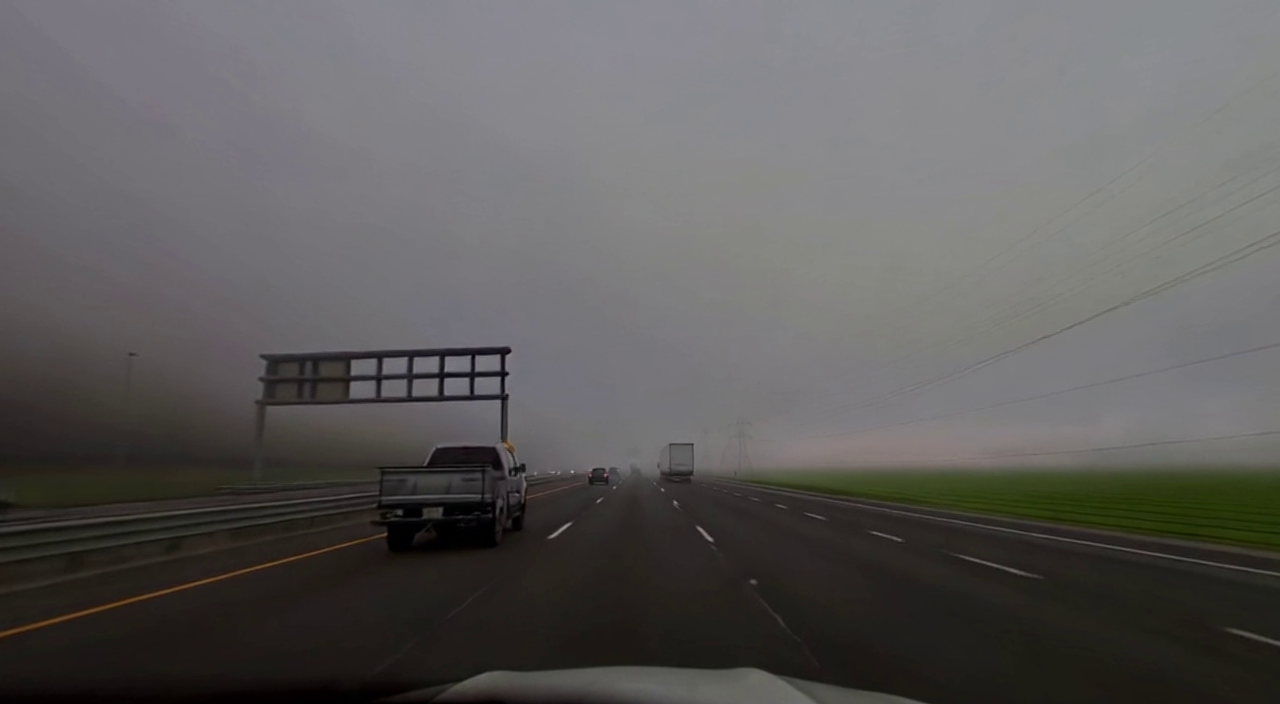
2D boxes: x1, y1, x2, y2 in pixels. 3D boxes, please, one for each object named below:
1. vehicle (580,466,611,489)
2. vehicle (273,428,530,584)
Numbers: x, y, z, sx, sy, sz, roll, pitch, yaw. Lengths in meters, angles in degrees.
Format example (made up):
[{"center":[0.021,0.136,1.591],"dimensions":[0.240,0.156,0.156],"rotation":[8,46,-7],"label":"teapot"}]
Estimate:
[{"center":[-3.246,9.213,46.442],"dimensions":[1.942,1.597,3.943],"rotation":[1,-11,0],"label":"vehicle"},{"center":[-3.107,2.169,9.450],"dimensions":[2.065,1.722,4.441],"rotation":[1,-11,0],"label":"vehicle"}]
